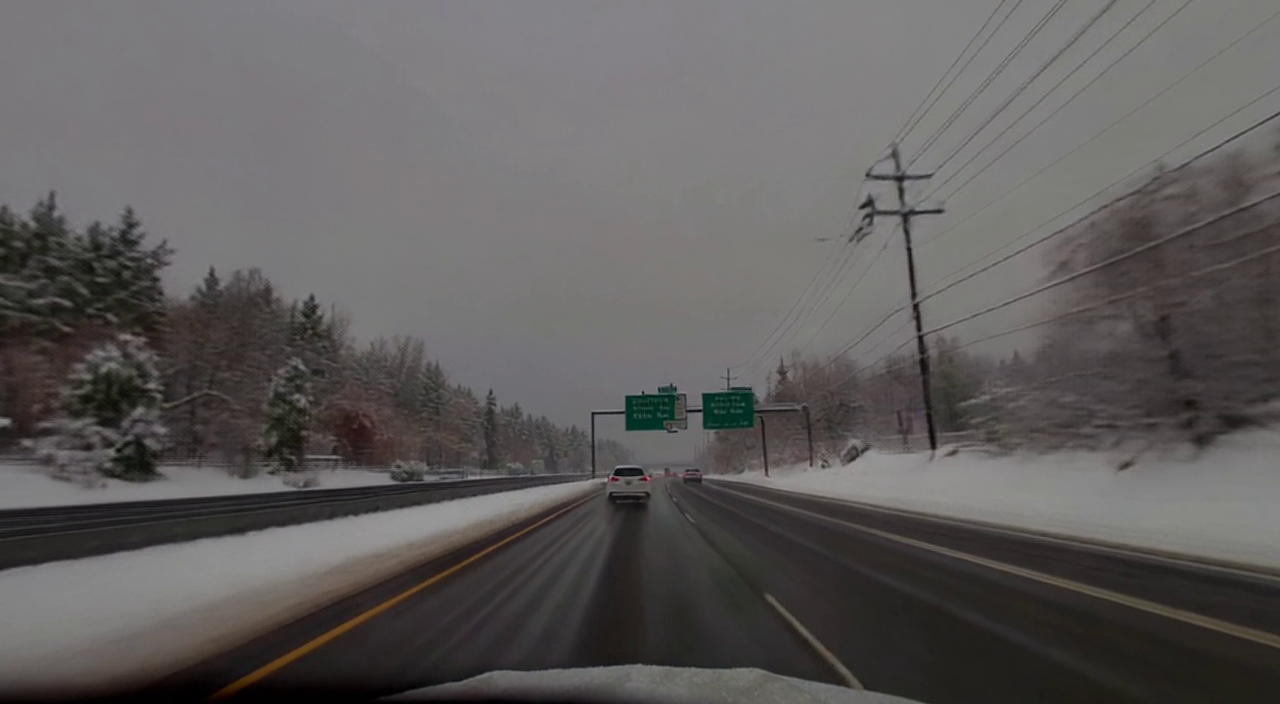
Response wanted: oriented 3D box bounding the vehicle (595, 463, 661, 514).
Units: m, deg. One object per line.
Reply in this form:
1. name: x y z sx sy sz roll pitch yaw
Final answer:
1. vehicle: -0.364 4.471 20.959 1.987 1.480 3.786 1 -10 0
